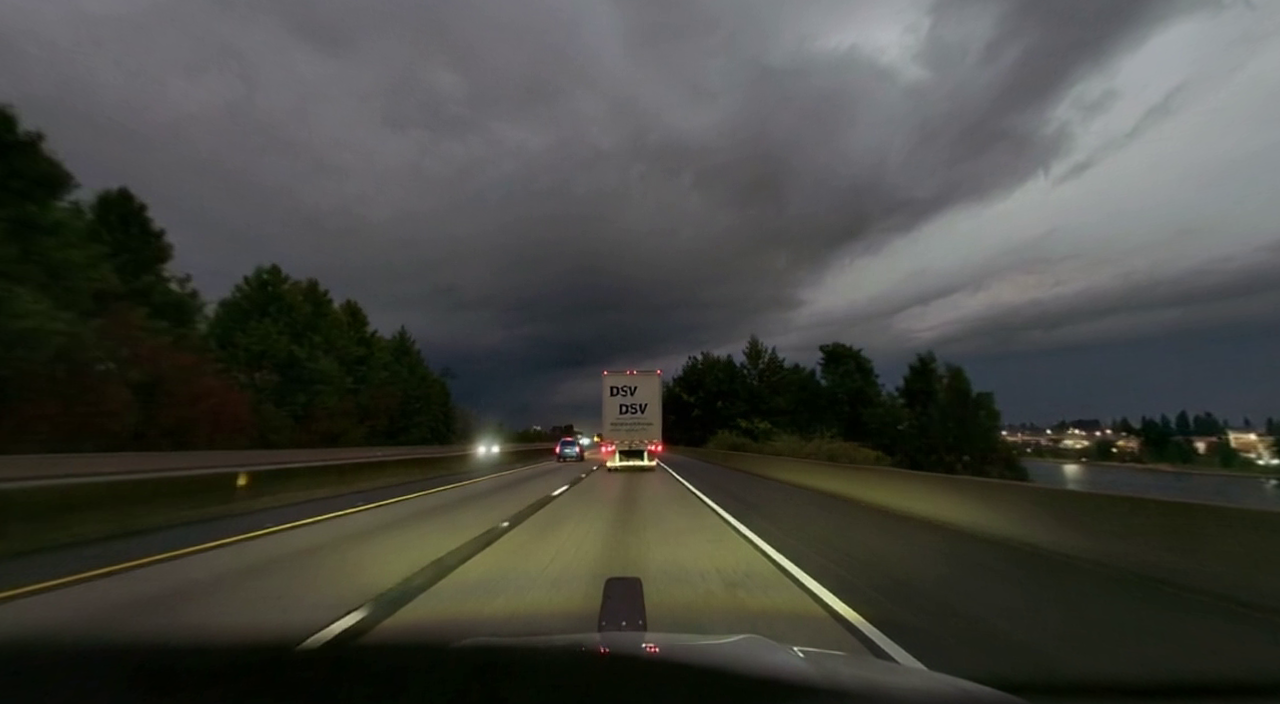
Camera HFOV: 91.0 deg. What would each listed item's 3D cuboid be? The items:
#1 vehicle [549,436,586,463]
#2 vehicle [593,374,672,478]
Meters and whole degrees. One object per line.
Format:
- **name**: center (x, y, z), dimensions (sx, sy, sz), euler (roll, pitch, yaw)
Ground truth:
- **vehicle**: center (-5.085, 6.889, 44.648), dimensions (2.086, 1.778, 4.544), euler (0, -8, 0)
- **vehicle**: center (-0.397, 3.517, 29.036), dimensions (2.969, 3.957, 10.270), euler (0, -8, -1)
